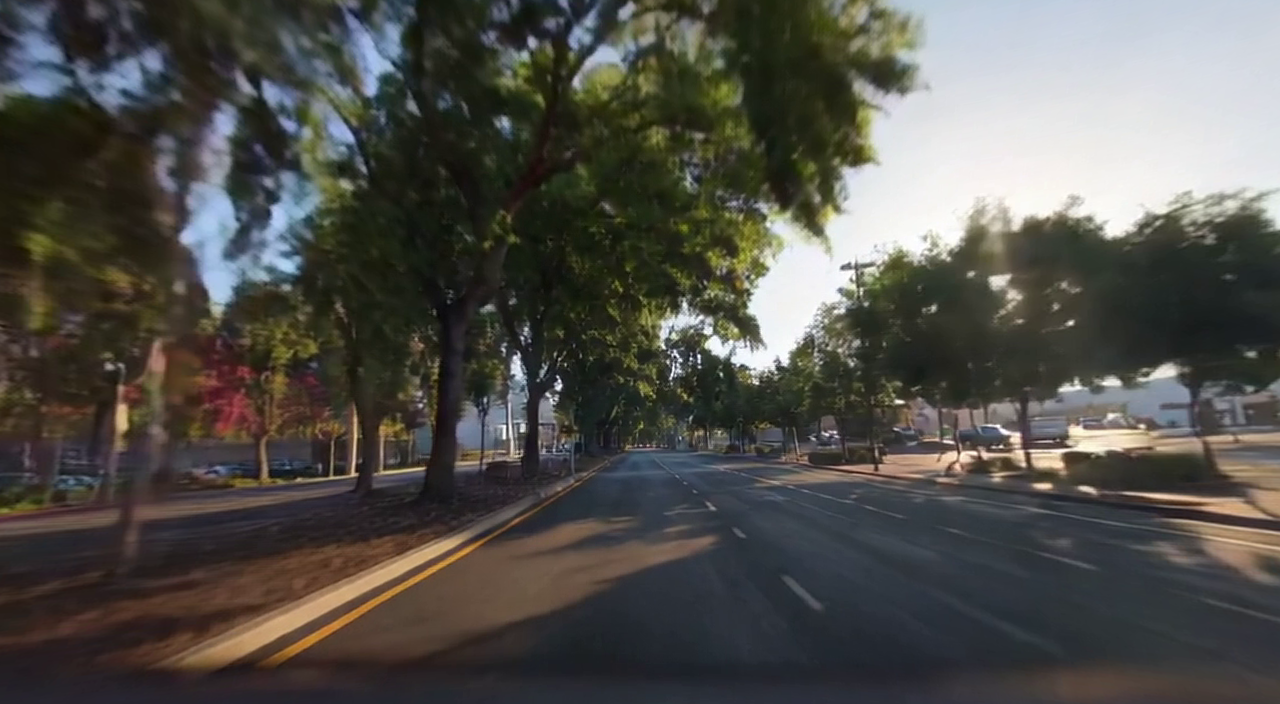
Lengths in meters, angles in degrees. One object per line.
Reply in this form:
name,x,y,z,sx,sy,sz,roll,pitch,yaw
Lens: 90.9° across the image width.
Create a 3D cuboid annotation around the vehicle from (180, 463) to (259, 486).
vehicle,-31.310,9.126,47.064,4.622,1.466,1.842,4,-10,-27
